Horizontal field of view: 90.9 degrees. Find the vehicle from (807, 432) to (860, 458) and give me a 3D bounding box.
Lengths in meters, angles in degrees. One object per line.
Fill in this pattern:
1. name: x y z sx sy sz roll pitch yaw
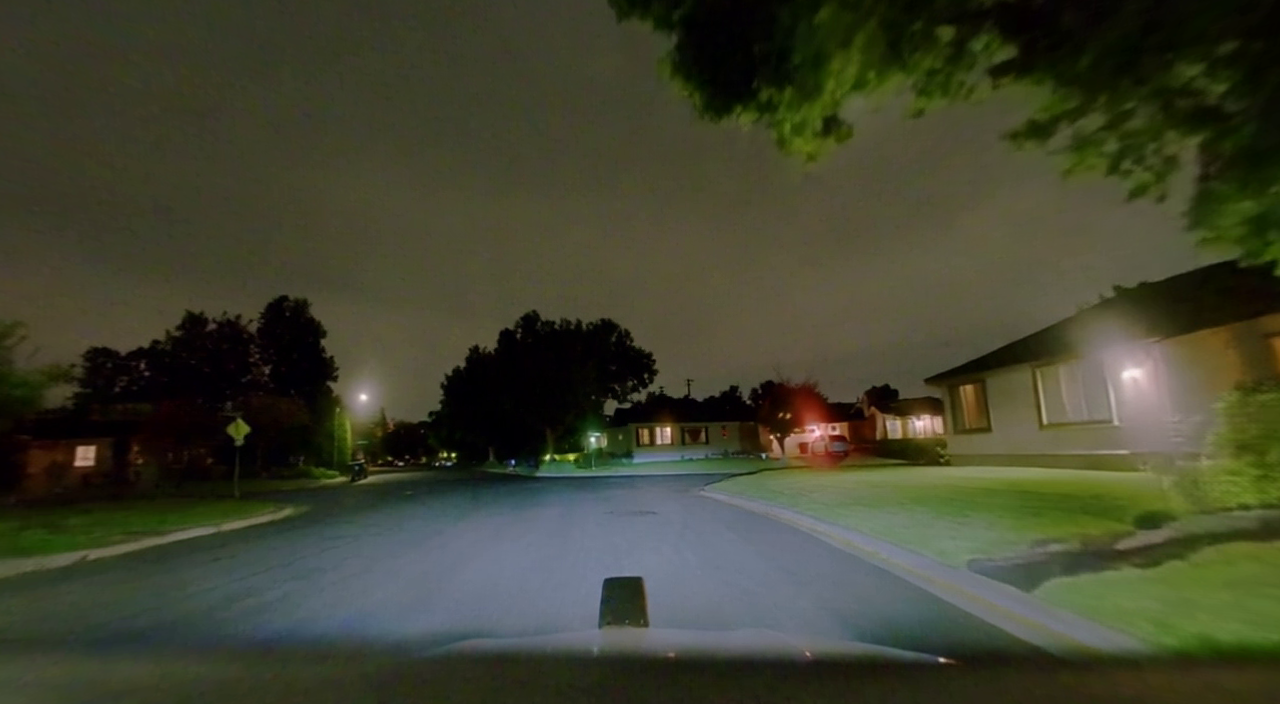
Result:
1. vehicle: 14.387 7.011 47.159 1.992 1.813 5.079 0 -9 -5
